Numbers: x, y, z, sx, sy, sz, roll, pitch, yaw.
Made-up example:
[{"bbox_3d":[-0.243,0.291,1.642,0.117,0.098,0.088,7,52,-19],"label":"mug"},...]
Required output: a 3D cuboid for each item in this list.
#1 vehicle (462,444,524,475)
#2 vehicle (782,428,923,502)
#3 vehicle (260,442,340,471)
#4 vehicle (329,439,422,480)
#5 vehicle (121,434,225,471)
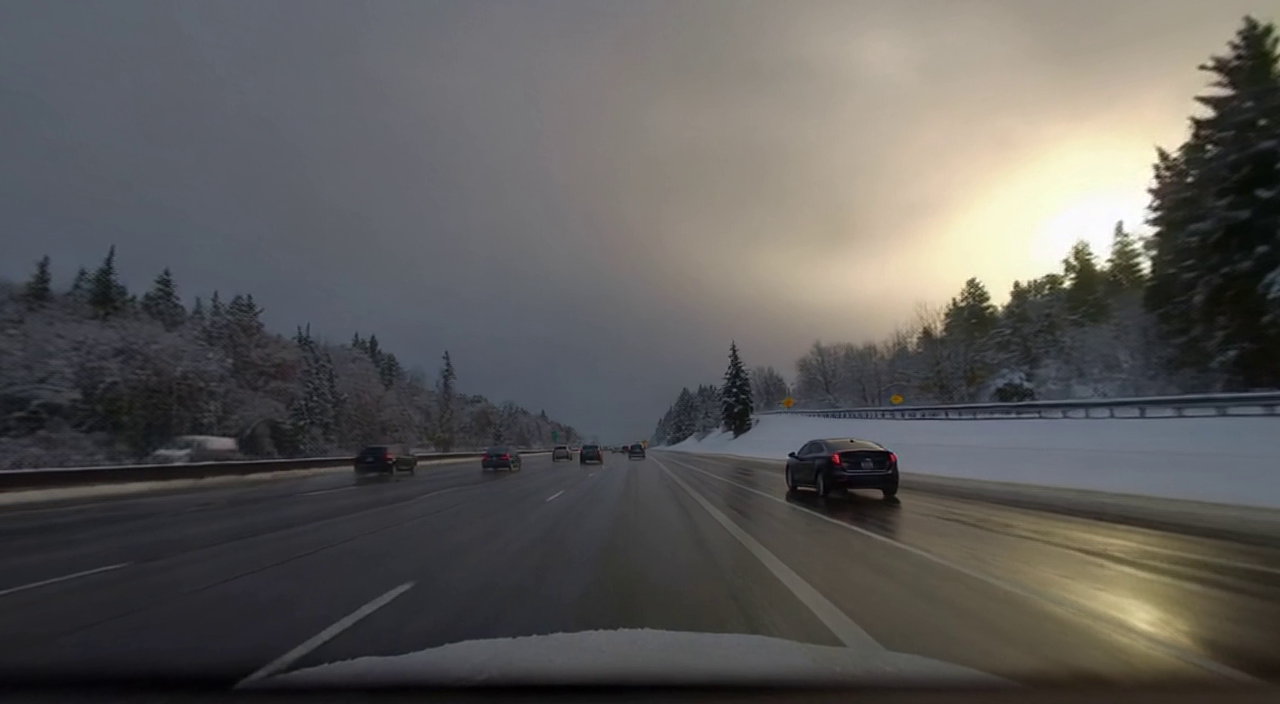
[{"bbox_3d":[-7.515,5.552,32.718,2.071,1.486,4.703,0,-9,1],"label":"vehicle"},{"bbox_3d":[5.805,3.173,18.058,2.259,1.816,4.862,0,-9,-1],"label":"vehicle"},{"bbox_3d":[-21.291,6.573,39.727,2.030,1.647,5.293,0,-9,1],"label":"vehicle"},{"bbox_3d":[-11.440,4.675,27.636,2.107,1.628,4.446,0,-9,1],"label":"vehicle"},{"bbox_3d":[-25.169,5.446,34.223,2.038,1.812,4.691,0,-9,0],"label":"vehicle"}]
